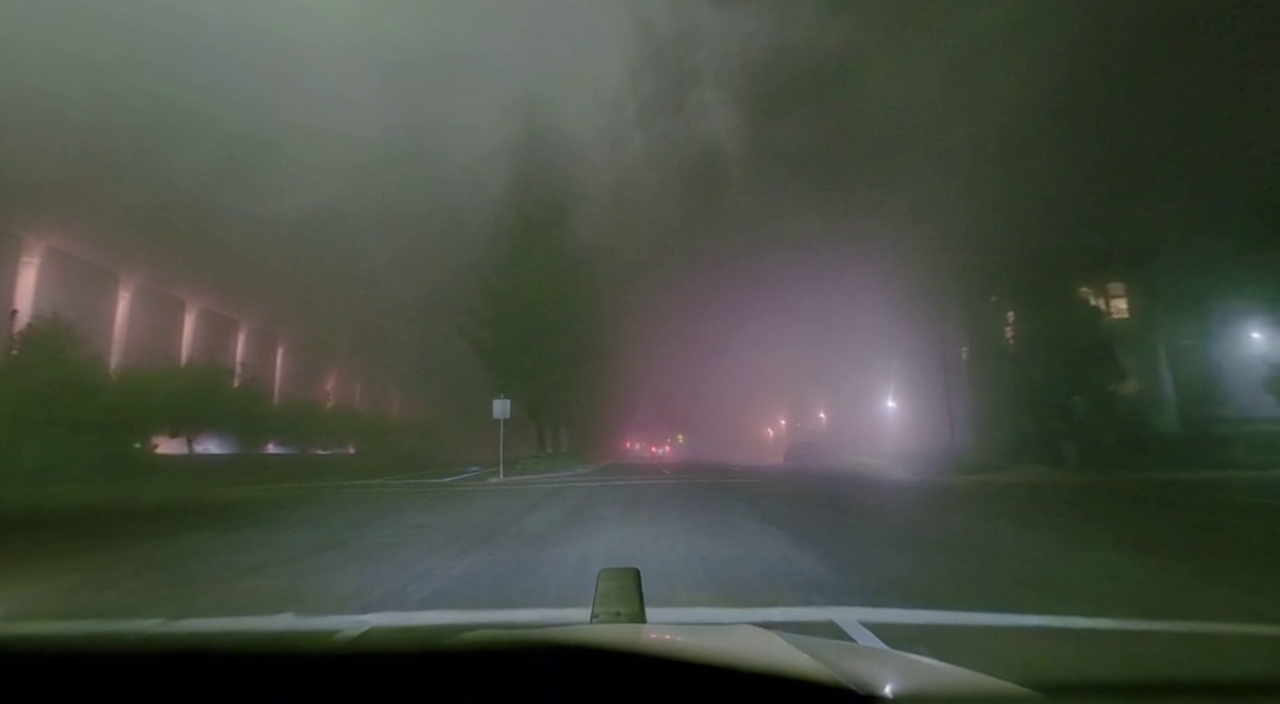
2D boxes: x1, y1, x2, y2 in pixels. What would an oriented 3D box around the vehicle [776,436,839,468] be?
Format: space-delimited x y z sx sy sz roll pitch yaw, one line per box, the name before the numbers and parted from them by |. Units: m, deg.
vehicle | 9.865 5.952 37.726 2.065 1.732 5.036 1 -8 -4
